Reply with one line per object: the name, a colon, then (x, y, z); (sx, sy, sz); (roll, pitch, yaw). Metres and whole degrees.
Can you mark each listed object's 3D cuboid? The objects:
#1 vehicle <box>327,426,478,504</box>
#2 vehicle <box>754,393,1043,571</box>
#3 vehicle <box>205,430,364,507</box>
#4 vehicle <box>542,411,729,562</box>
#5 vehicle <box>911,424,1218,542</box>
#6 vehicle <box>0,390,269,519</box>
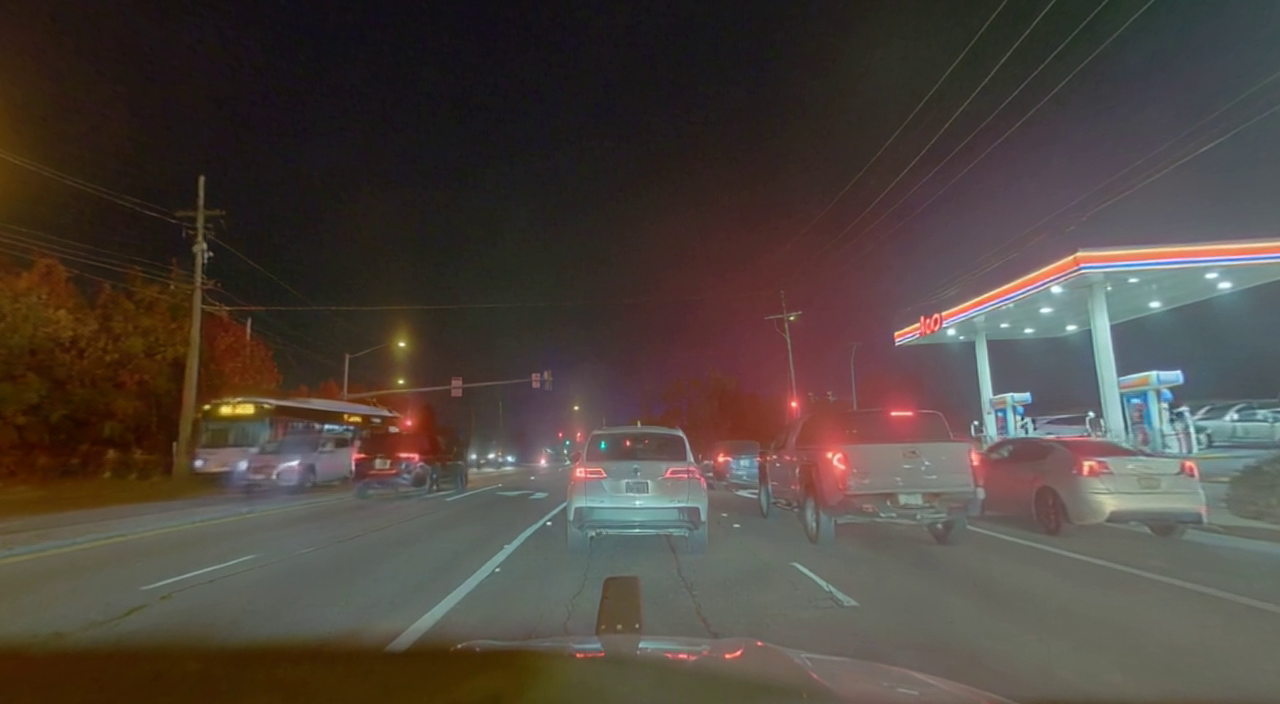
vehicle: (-6.204, 3.018, 17.319); (2.190, 1.795, 4.993); (0, -9, 0)
vehicle: (3.041, 1.642, 8.664); (2.049, 1.813, 4.245); (0, -9, -1)
vehicle: (-10.219, 3.365, 18.693); (2.163, 1.812, 4.686); (-4, -8, -2)
vehicle: (-0.104, 1.818, 9.195); (2.087, 1.677, 4.053); (0, -9, -2)
vehicle: (6.445, 2.024, 10.442); (1.829, 1.494, 4.552); (0, -8, -1)
vehicle: (-18.902, 3.674, 23.012); (3.010, 3.475, 12.655); (0, -9, 0)
